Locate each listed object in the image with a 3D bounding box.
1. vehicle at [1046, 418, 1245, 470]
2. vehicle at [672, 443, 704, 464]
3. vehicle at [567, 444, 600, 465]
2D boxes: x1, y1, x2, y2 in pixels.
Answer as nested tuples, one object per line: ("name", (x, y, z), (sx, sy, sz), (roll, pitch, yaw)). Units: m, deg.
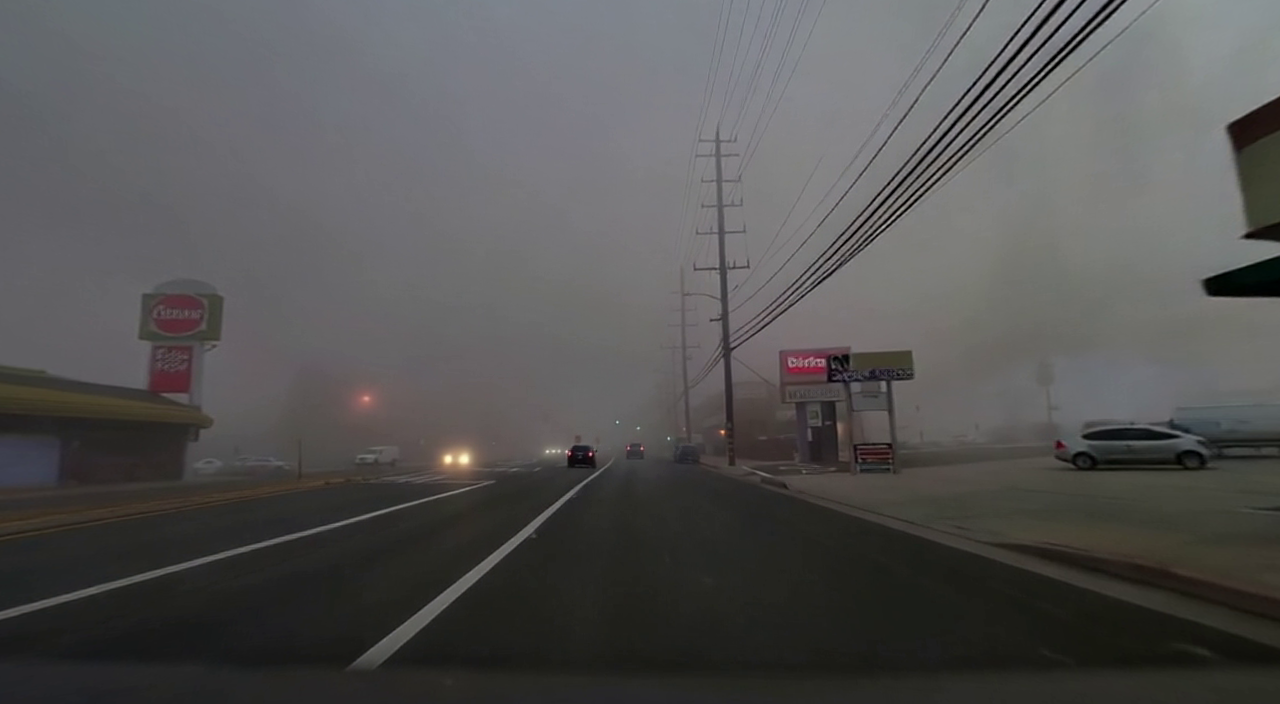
("vehicle", (16.364, 3.038, 20.731), (2.150, 1.463, 4.524), (5, -10, -31))
("vehicle", (3.512, 7.596, 47.443), (1.922, 1.507, 4.824), (0, -9, -1))
("vehicle", (-4.221, 7.742, 47.898), (2.179, 1.490, 4.742), (0, -9, -1))
